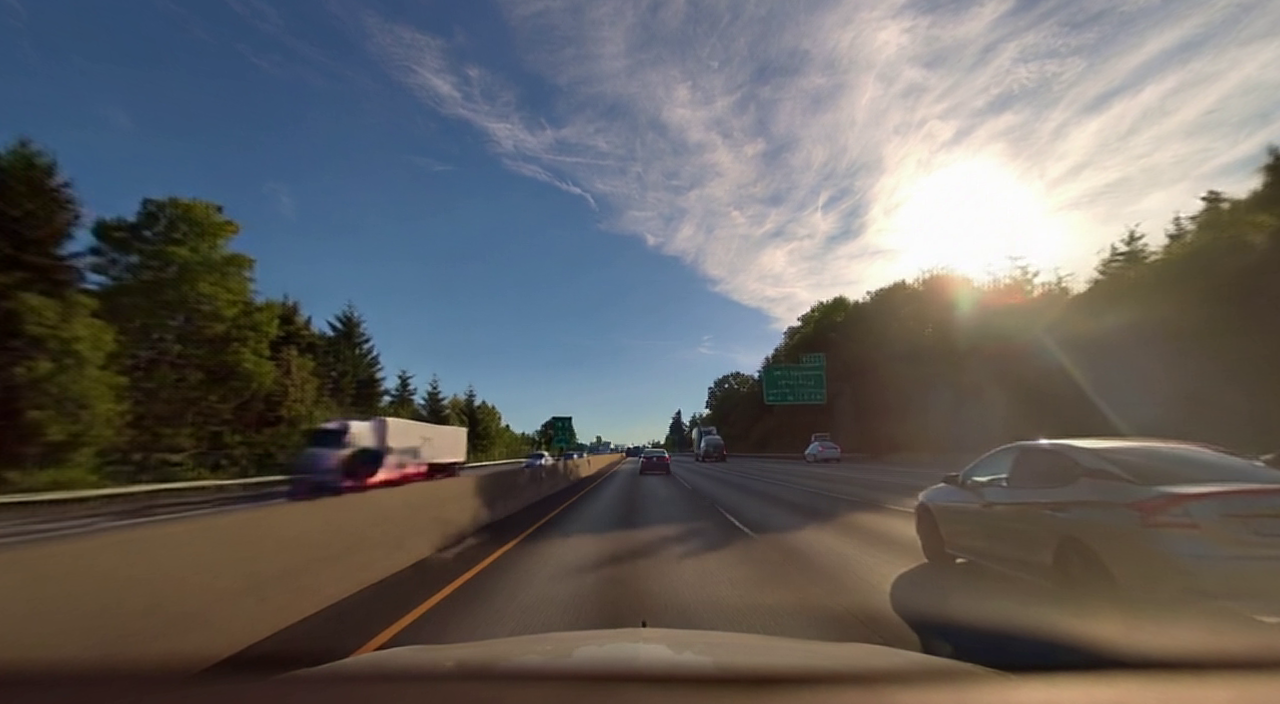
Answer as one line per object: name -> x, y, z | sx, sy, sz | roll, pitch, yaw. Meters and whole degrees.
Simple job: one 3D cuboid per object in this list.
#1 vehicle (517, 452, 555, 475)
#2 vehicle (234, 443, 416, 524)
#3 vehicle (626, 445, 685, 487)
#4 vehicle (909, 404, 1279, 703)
vehicle -> -7.404, 7.947, 45.126 | 1.911, 1.497, 4.500 | 0, -9, 0
vehicle -> -6.965, 2.924, 14.544 | 1.992, 1.575, 4.183 | 0, -9, 0
vehicle -> 0.578, 4.556, 25.476 | 2.177, 1.520, 4.278 | 0, -9, 0
vehicle -> 3.746, 1.192, 4.141 | 2.029, 1.475, 4.279 | 0, -9, 0
